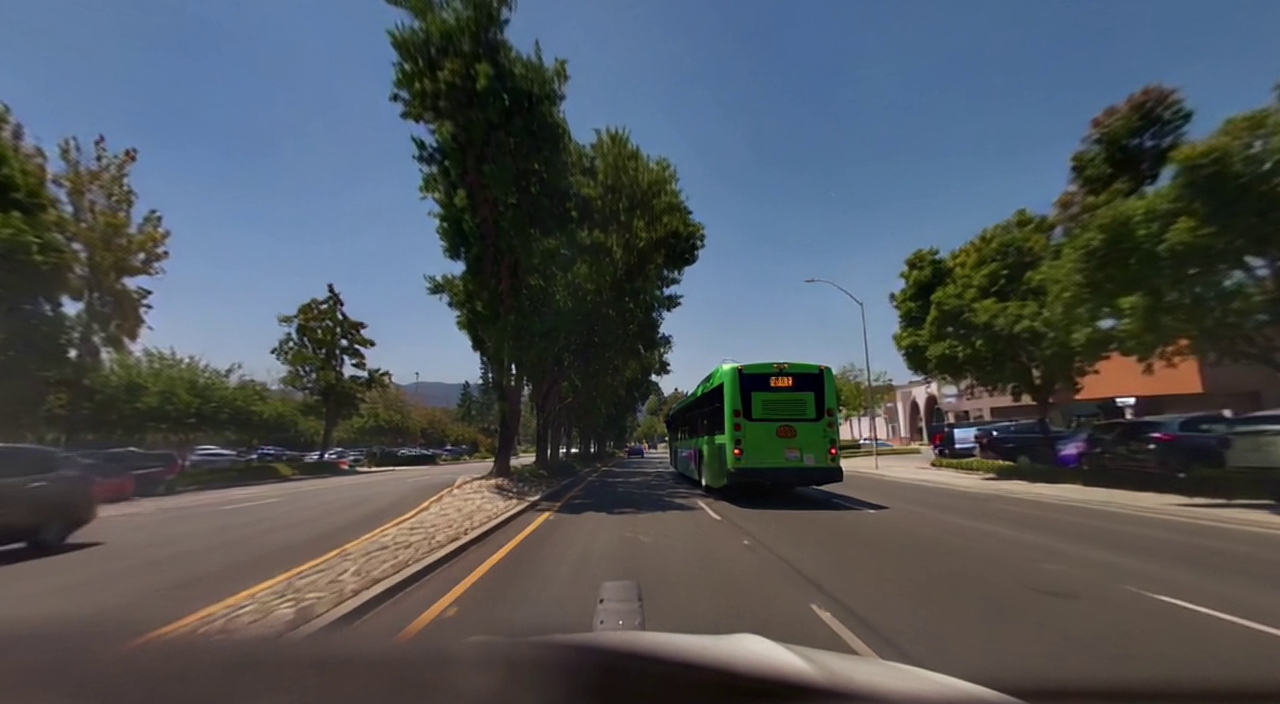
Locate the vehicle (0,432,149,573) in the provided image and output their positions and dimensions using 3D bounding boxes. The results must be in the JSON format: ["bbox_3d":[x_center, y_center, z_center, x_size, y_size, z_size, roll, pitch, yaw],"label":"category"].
[{"bbox_3d":[-8.661,1.798,7.558,2.170,1.657,4.327,0,-8,-4],"label":"vehicle"}]

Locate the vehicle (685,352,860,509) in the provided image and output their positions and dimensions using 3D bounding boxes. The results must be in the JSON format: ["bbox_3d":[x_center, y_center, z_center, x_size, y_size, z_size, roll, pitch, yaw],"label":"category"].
[{"bbox_3d":[3.110,2.313,17.965,2.766,3.306,9.281,0,-8,-1],"label":"vehicle"}]
